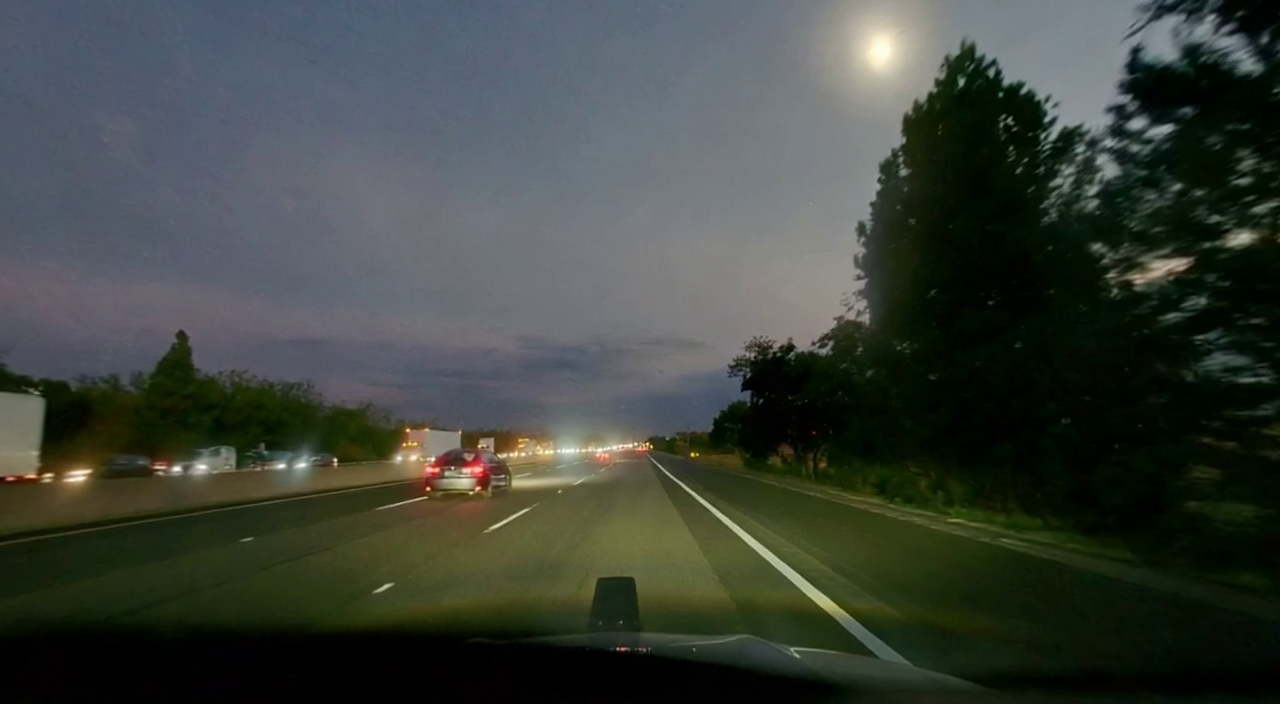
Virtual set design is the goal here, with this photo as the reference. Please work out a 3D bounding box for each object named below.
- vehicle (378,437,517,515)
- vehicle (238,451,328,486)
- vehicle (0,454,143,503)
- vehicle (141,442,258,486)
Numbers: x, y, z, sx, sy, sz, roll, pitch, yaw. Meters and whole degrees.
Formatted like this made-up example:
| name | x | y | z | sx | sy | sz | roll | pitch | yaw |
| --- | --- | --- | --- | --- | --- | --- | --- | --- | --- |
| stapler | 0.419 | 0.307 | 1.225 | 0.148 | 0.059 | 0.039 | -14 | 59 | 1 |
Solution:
| name | x | y | z | sx | sy | sz | roll | pitch | yaw |
| --- | --- | --- | --- | --- | --- | --- | --- | --- | --- |
| vehicle | -4.268 | 2.807 | 14.743 | 1.954 | 1.541 | 4.079 | 0 | -9 | 0 |
| vehicle | -16.042 | 5.230 | 28.590 | 1.863 | 1.415 | 3.759 | 0 | -9 | 0 |
| vehicle | -19.643 | 4.187 | 21.318 | 2.014 | 1.433 | 4.417 | 0 | -9 | 1 |
| vehicle | -23.864 | 6.068 | 34.584 | 2.296 | 2.194 | 5.699 | 0 | -9 | 0 |
